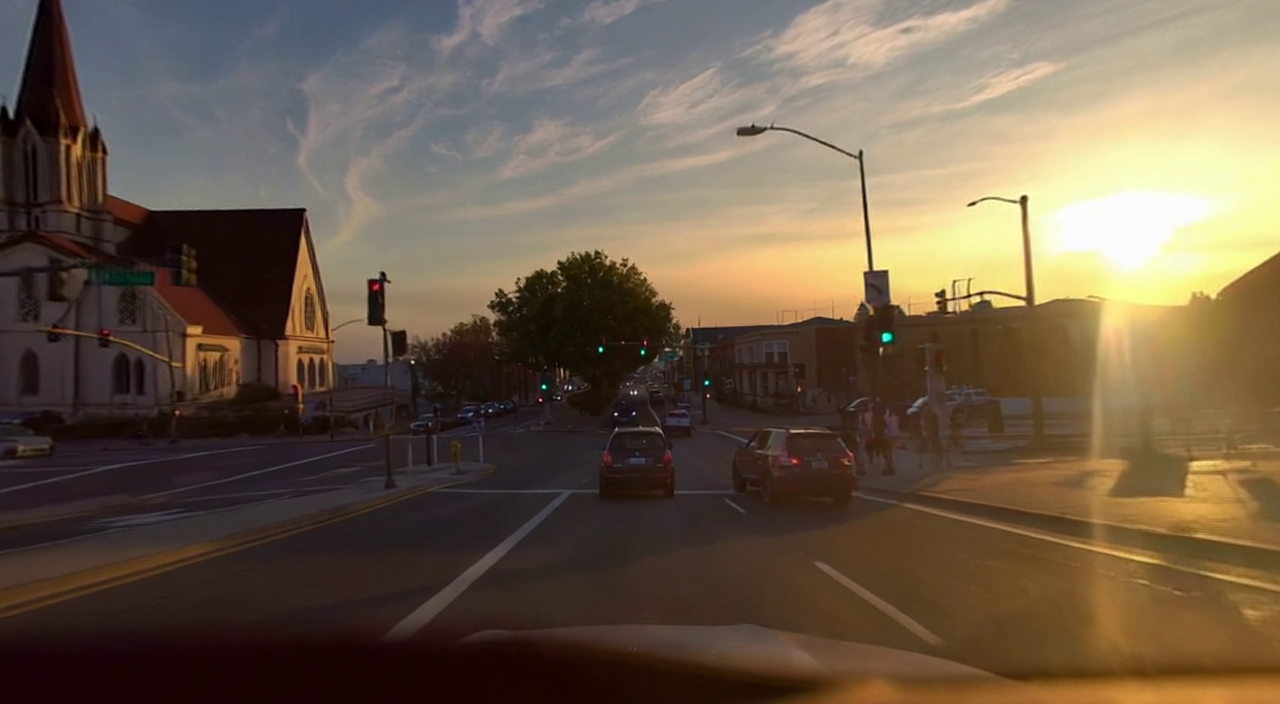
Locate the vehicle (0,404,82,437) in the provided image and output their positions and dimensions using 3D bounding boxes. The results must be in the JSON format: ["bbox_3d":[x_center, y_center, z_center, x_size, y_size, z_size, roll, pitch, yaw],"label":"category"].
[{"bbox_3d":[-45.489,5.118,47.747,2.194,2.092,5.083,0,-2,-3],"label":"vehicle"}]

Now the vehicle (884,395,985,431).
[{"bbox_3d":[16.317,3.347,35.130,4.512,1.734,2.143,-2,-4,-4],"label":"vehicle"}]

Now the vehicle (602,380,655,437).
[{"bbox_3d":[-0.854,3.416,39.237,2.930,3.209,8.154,0,-4,-3],"label":"vehicle"}]

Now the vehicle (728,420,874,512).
[{"bbox_3d":[3.493,2.566,14.757,2.080,1.735,4.650,2,-8,-1],"label":"vehicle"}]

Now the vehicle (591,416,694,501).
[{"bbox_3d":[0.029,2.548,15.504,2.168,1.776,4.135,0,-8,-1],"label":"vehicle"}]
